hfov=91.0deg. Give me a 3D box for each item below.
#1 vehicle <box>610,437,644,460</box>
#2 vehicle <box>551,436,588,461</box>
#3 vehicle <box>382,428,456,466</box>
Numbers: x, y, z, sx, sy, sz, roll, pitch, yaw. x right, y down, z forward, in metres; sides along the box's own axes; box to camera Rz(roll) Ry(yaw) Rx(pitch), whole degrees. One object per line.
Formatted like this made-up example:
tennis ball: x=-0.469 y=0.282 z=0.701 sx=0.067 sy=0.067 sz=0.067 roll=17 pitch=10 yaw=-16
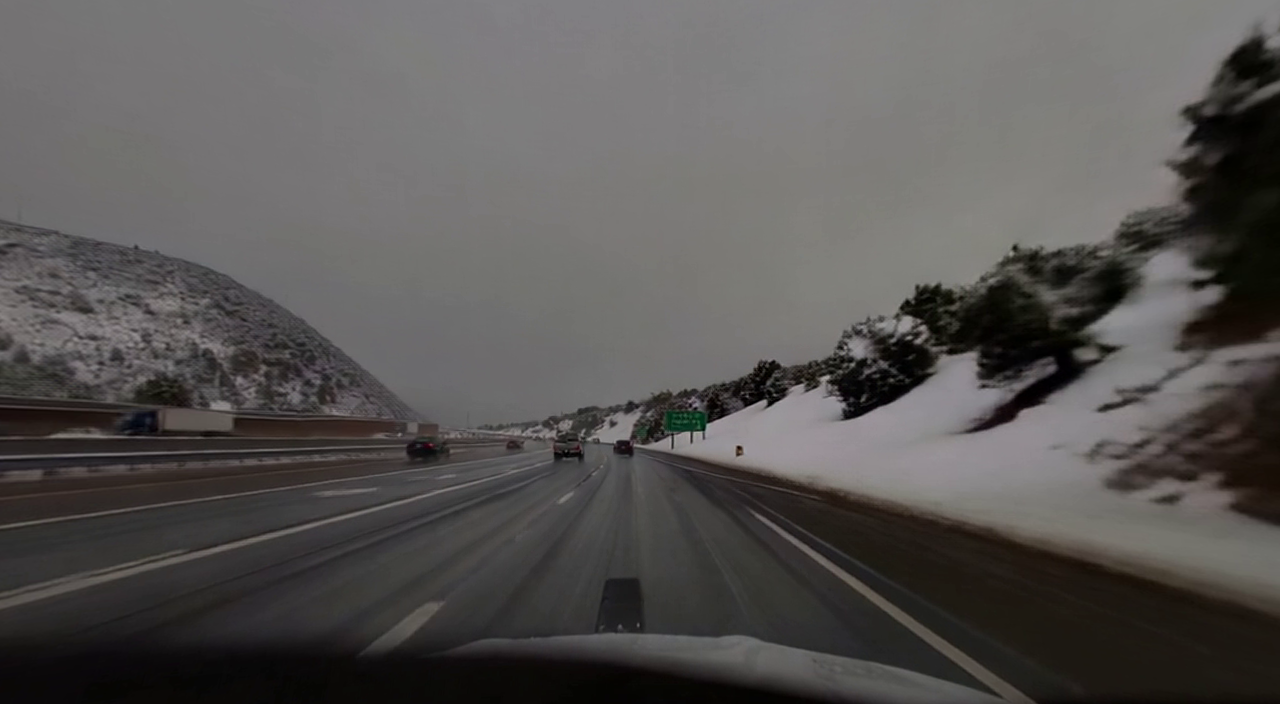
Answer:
vehicle: x=-1.010 y=7.166 z=46.906 sx=2.421 sy=1.594 sz=4.248 roll=0 pitch=-8 yaw=-2
vehicle: x=-4.776 y=6.597 z=43.110 sx=2.060 sy=1.631 sz=4.214 roll=0 pitch=-8 yaw=-1
vehicle: x=-11.858 y=5.155 z=34.248 sx=2.219 sy=1.923 sz=4.985 roll=0 pitch=-8 yaw=0
